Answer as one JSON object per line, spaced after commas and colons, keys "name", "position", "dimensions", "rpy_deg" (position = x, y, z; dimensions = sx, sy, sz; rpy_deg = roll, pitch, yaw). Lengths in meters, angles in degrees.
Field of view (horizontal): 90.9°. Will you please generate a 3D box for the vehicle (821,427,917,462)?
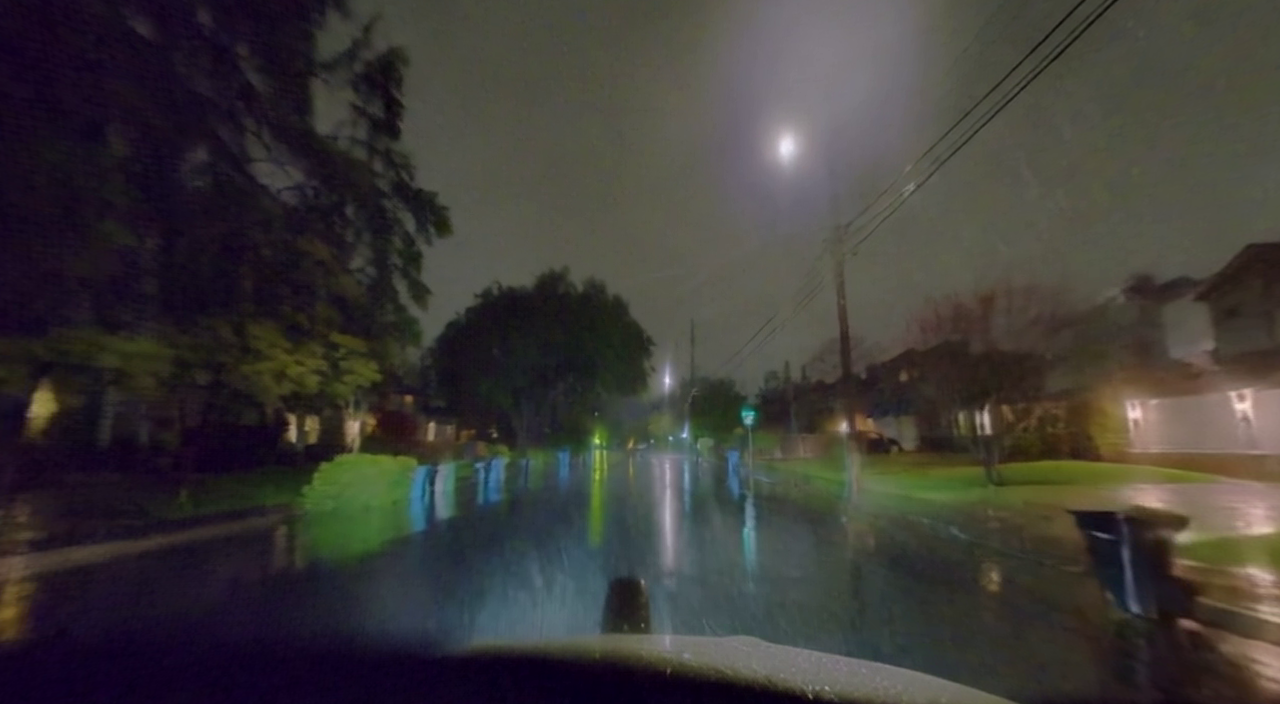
{"name": "vehicle", "position": [12.862, 5.208, 35.529], "dimensions": [4.581, 1.853, 2.024], "rpy_deg": [2, -8, -7]}
